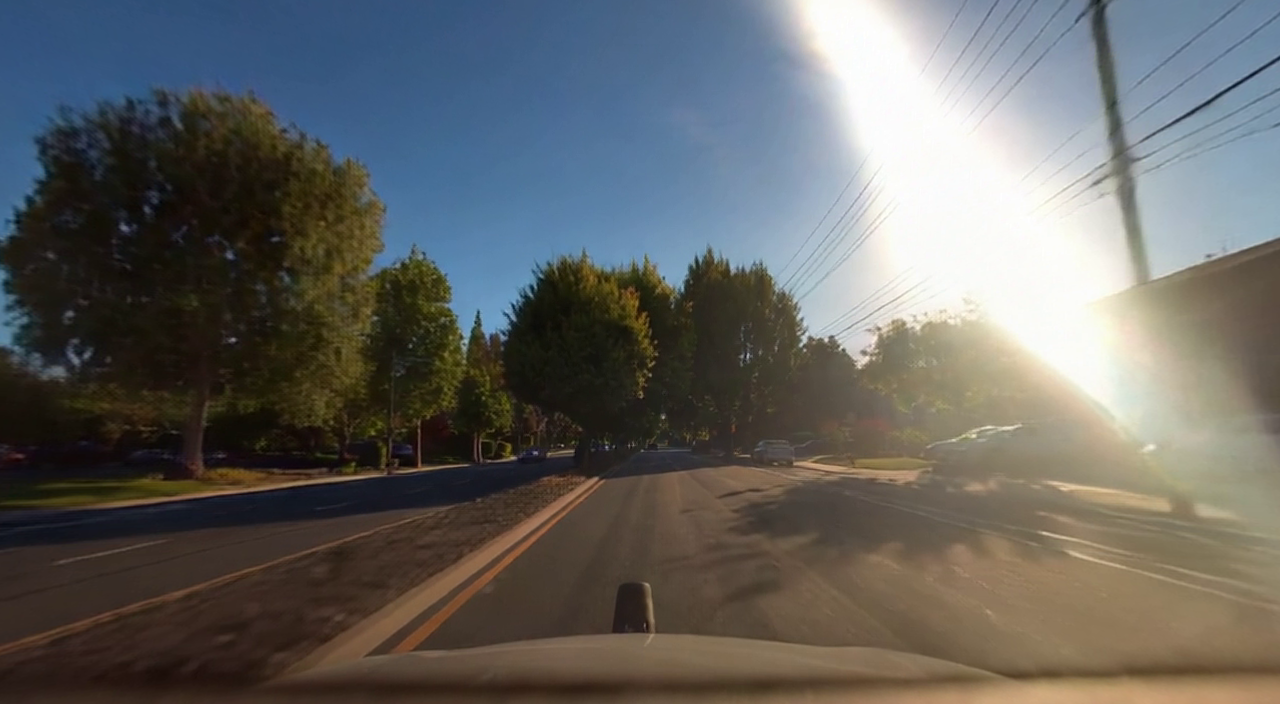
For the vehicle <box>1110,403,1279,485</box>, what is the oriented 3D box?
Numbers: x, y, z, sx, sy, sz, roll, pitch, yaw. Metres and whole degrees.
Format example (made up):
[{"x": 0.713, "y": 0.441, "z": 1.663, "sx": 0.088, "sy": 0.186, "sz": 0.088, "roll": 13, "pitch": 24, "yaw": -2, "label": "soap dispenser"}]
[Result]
[{"x": 15.026, "y": 2.255, "z": 15.577, "sx": 4.975, "sy": 1.849, "sz": 2.334, "roll": 0, "pitch": -8, "yaw": -3, "label": "vehicle"}]

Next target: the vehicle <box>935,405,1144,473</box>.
[{"x": 14.515, "y": 3.218, "z": 23.318, "sx": 5.886, "sy": 2.000, "sz": 2.372, "roll": -4, "pitch": -9, "yaw": 5, "label": "vehicle"}]

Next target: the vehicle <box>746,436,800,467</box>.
[{"x": 8.115, "y": 6.101, "z": 38.928, "sx": 2.200, "sy": 1.783, "sz": 4.682, "roll": 0, "pitch": -8, "yaw": -1, "label": "vehicle"}]
